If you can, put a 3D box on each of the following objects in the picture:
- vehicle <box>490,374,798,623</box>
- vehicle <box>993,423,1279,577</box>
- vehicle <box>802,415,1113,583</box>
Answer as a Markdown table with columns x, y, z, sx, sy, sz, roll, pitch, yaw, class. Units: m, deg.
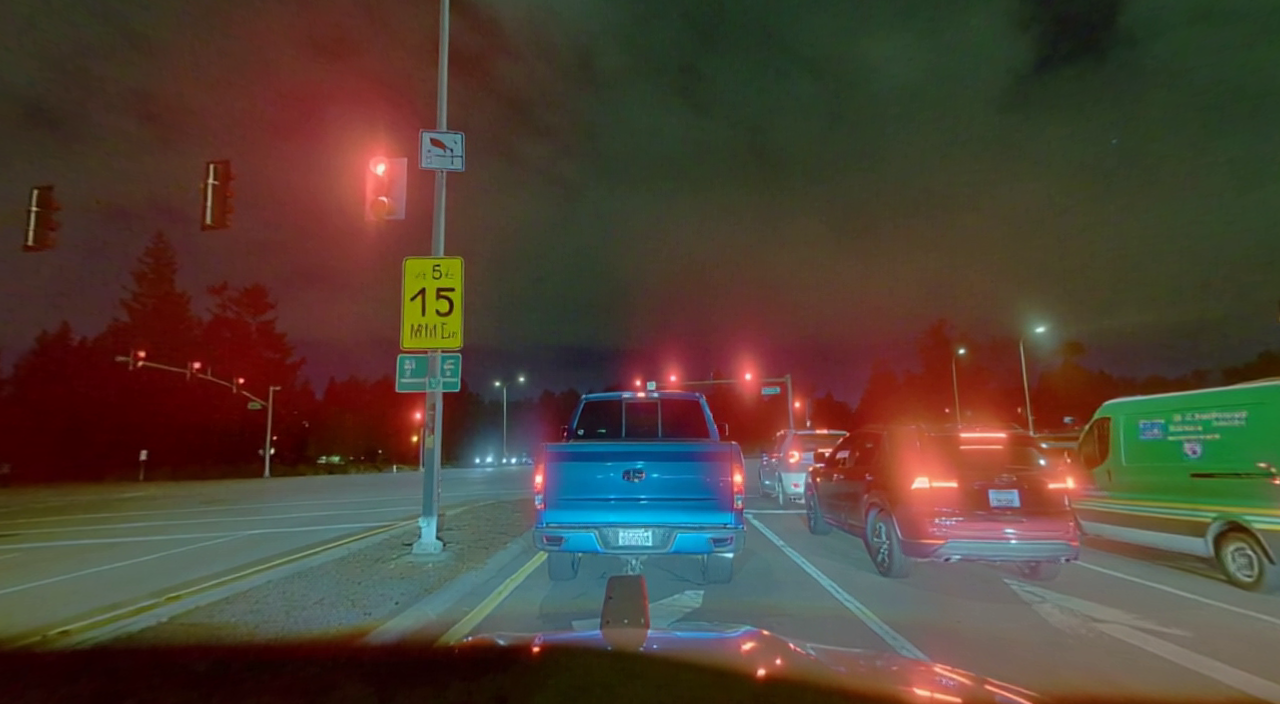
| x | y | z | sx | sy | sz | roll | pitch | yaw | class |
| --- | --- | --- | --- | --- | --- | --- | --- | --- | --- |
| 0.069 | 1.474 | 7.356 | 2.326 | 1.880 | 4.964 | 0 | -8 | 1 | vehicle |
| 6.858 | 1.744 | 8.257 | 1.973 | 1.470 | 4.228 | 0 | -8 | 0 | vehicle |
| 3.598 | 1.720 | 8.174 | 1.981 | 1.616 | 4.006 | 0 | -8 | 1 | vehicle |
